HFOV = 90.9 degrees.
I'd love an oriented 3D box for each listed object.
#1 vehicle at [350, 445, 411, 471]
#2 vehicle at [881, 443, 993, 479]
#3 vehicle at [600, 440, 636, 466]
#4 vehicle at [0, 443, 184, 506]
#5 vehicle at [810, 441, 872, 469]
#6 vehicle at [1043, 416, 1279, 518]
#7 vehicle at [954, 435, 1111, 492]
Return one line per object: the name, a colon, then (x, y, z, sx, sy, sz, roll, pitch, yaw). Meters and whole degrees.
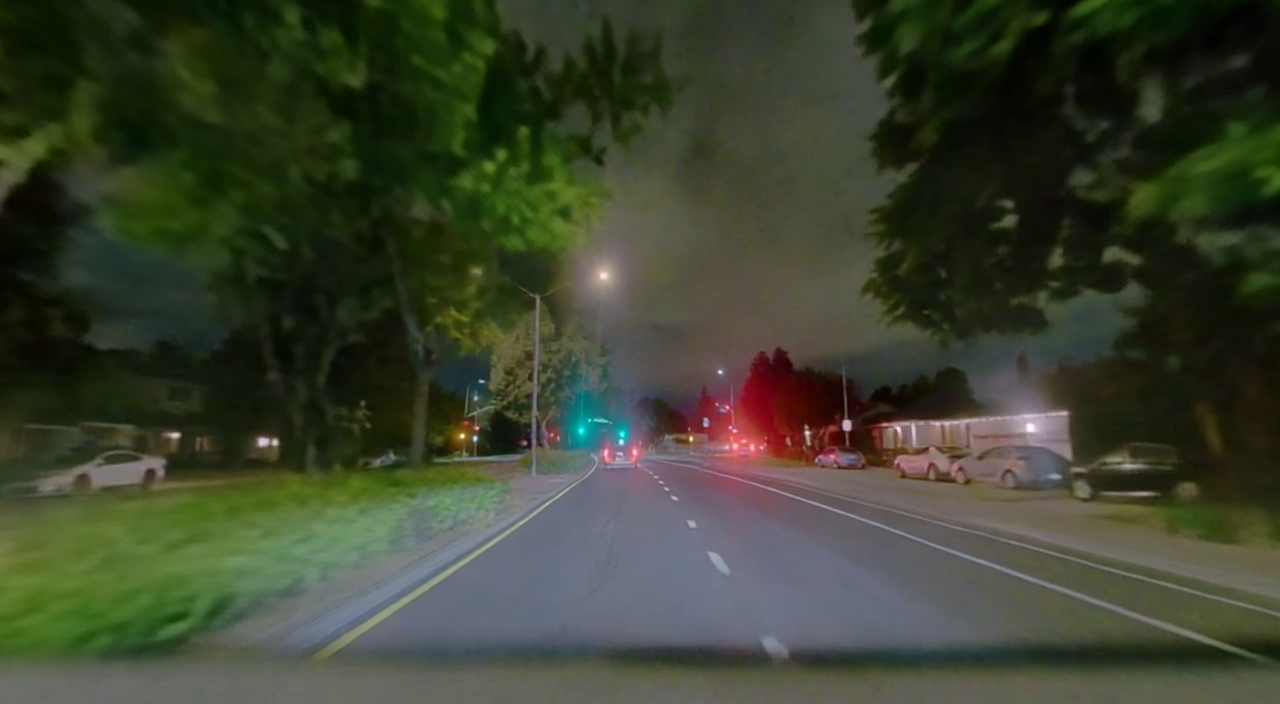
vehicle: (-15.872, 6.501, 38.838, 2.070, 1.469, 4.524, 0, -9, -3)
vehicle: (11.402, 4.218, 24.653, 2.015, 1.231, 4.748, 0, -9, -1)
vehicle: (-1.409, 6.292, 39.404, 2.113, 1.462, 4.203, 0, -9, -3)
vehicle: (-15.214, 3.352, 17.644, 1.884, 1.540, 3.927, 0, -9, 1)
vehicle: (11.222, 5.749, 35.444, 1.839, 1.445, 4.484, 0, -9, -2)
vehicle: (11.484, 2.389, 13.582, 2.147, 1.767, 5.125, 0, -9, 0)
vehicle: (11.733, 3.351, 19.288, 1.791, 1.503, 4.560, 0, -9, -1)
